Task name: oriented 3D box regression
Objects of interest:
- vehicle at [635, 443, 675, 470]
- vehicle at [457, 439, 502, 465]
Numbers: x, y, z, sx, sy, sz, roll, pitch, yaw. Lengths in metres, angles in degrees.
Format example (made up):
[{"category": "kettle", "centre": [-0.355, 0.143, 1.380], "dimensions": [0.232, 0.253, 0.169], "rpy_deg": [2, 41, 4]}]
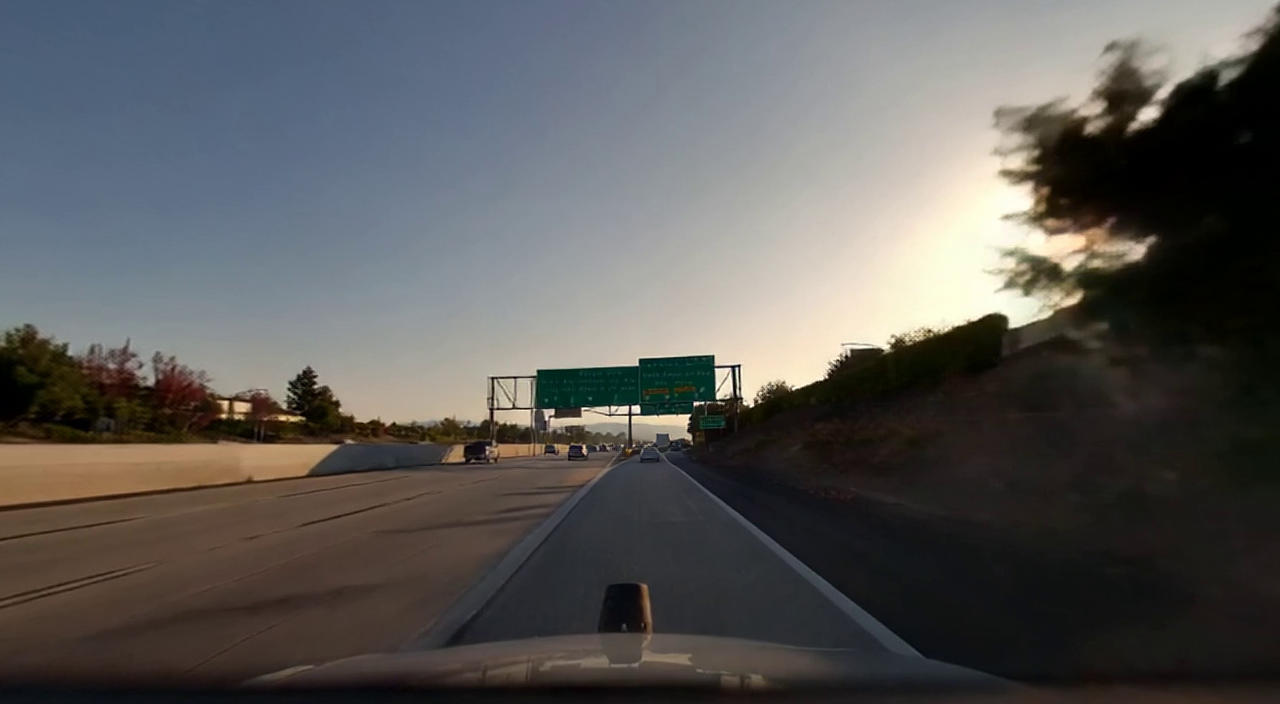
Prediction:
[{"category": "vehicle", "centre": [0.838, 6.029, 36.578], "dimensions": [2.137, 1.461, 3.999], "rpy_deg": [-1, -8, 1]}, {"category": "vehicle", "centre": [-12.138, 7.571, 48.037], "dimensions": [2.246, 1.812, 4.740], "rpy_deg": [0, -8, -1]}]
